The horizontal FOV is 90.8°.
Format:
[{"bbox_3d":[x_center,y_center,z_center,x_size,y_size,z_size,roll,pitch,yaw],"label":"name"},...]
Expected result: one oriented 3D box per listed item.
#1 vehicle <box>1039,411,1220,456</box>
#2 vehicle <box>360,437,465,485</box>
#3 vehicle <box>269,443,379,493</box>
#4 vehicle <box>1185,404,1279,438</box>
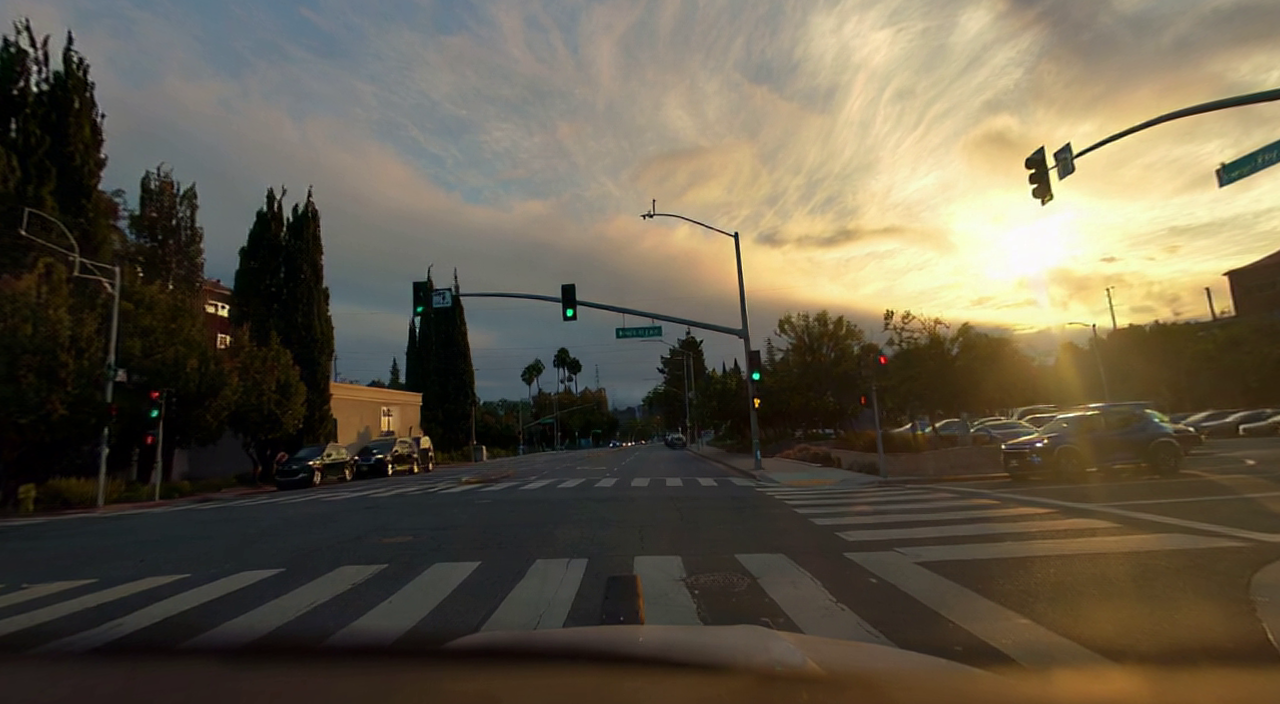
[{"bbox_3d":[16.917,2.905,22.131,4.560,1.453,1.851,-3,-9,18],"label":"vehicle"},{"bbox_3d":[-10.183,4.921,28.953,2.664,1.940,5.702,0,-9,0],"label":"vehicle"},{"bbox_3d":[-13.804,5.070,28.050,2.306,1.957,4.968,0,-9,-1],"label":"vehicle"},{"bbox_3d":[34.849,4.006,36.646,4.326,1.511,1.725,-8,-9,16],"label":"vehicle"}]
